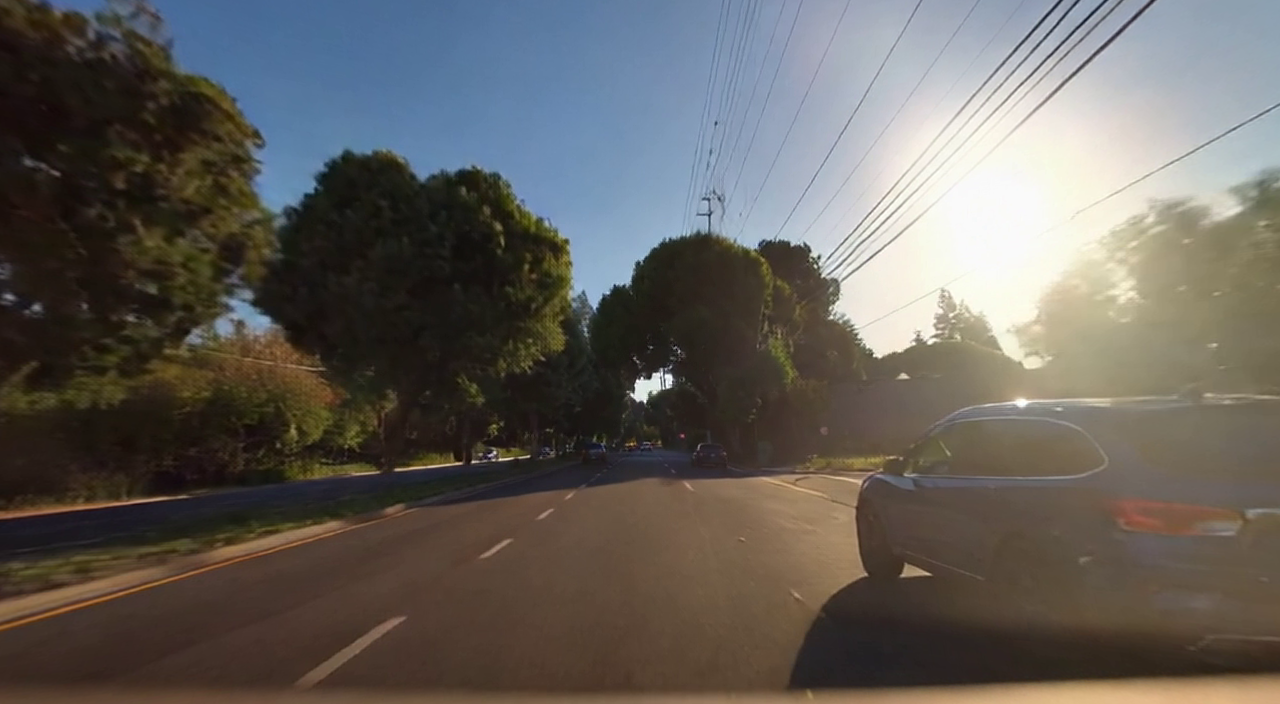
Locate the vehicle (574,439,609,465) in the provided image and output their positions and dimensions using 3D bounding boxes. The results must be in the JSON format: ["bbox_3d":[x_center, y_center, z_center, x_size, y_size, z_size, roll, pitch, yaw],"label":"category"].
[{"bbox_3d":[-3.393,7.027,44.606,2.066,1.725,4.241,0,-8,1],"label":"vehicle"}]

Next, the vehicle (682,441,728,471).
[{"bbox_3d":[3.355,5.460,33.407,1.906,1.468,4.422,0,-8,-1],"label":"vehicle"}]

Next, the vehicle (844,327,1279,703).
[{"bbox_3d":[3.294,1.088,4.470,2.182,1.744,4.464,0,-8,0],"label":"vehicle"}]
